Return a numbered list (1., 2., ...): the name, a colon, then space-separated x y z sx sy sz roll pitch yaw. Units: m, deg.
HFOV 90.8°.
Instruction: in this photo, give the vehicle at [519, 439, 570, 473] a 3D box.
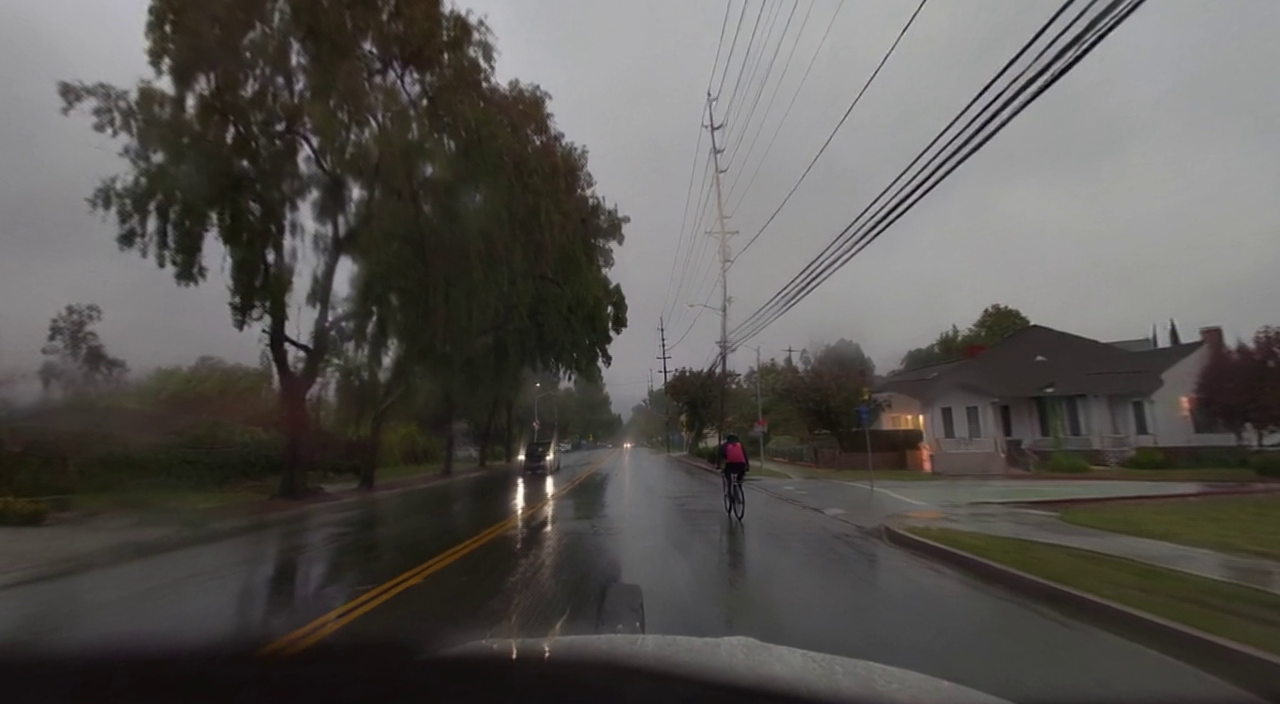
1. vehicle: -5.247 5.811 35.377 2.073 1.761 4.589 0 -8 1
